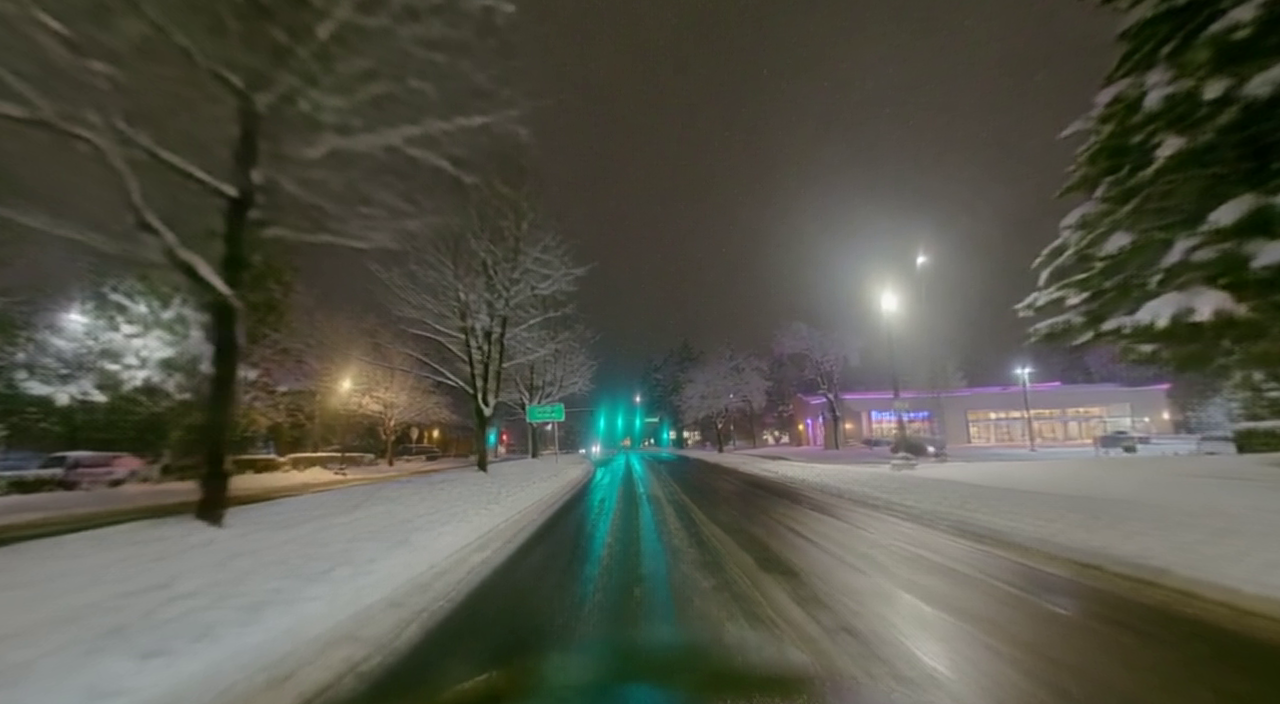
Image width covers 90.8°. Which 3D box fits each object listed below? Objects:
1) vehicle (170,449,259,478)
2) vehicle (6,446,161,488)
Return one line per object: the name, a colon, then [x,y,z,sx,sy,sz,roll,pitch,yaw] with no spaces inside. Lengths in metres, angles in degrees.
vehicle: [-27.533,7.198,41.087,4.529,1.711,1.972,4,-9,-28]
vehicle: [-28.123,5.798,32.244,5.442,1.936,2.127,4,-9,-26]
